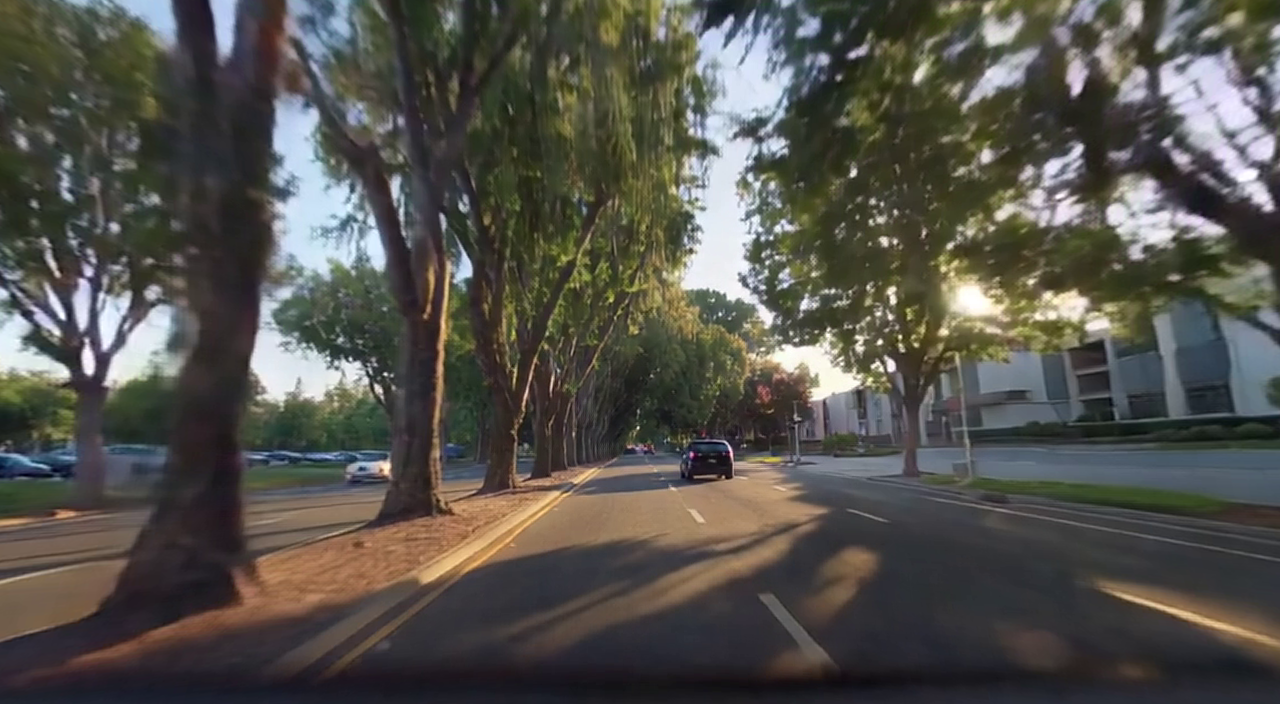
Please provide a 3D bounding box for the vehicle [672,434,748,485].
[{"bbox_3d":[2.566,4.088,24.301,2.240,1.740,4.605,0,-8,-2],"label":"vehicle"}]

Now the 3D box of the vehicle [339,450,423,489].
[{"bbox_3d":[-12.228,5.536,30.211,1.888,1.615,5.012,0,-8,0],"label":"vehicle"}]
